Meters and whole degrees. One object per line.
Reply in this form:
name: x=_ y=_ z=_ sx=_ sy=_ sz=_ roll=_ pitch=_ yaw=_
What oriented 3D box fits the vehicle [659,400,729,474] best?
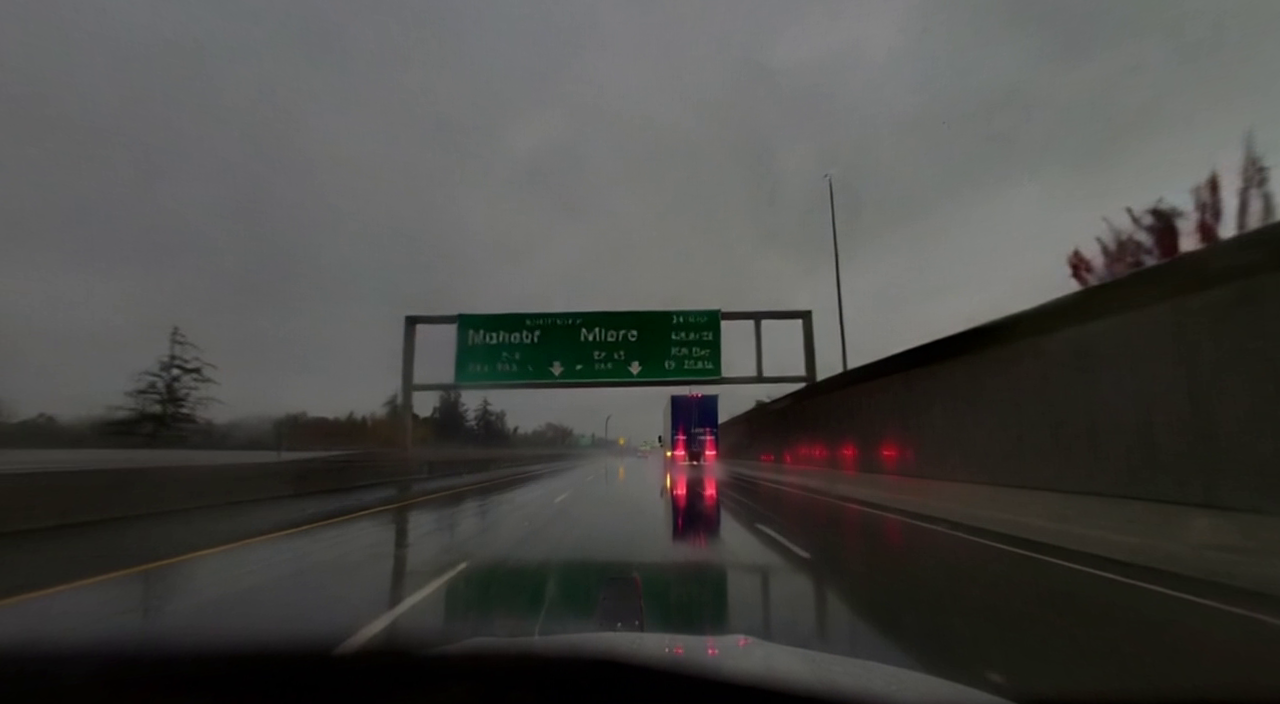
vehicle: x=3.198 y=5.808 z=41.889 sx=3.244 sy=4.020 sz=14.561 roll=0 pitch=-9 yaw=0
